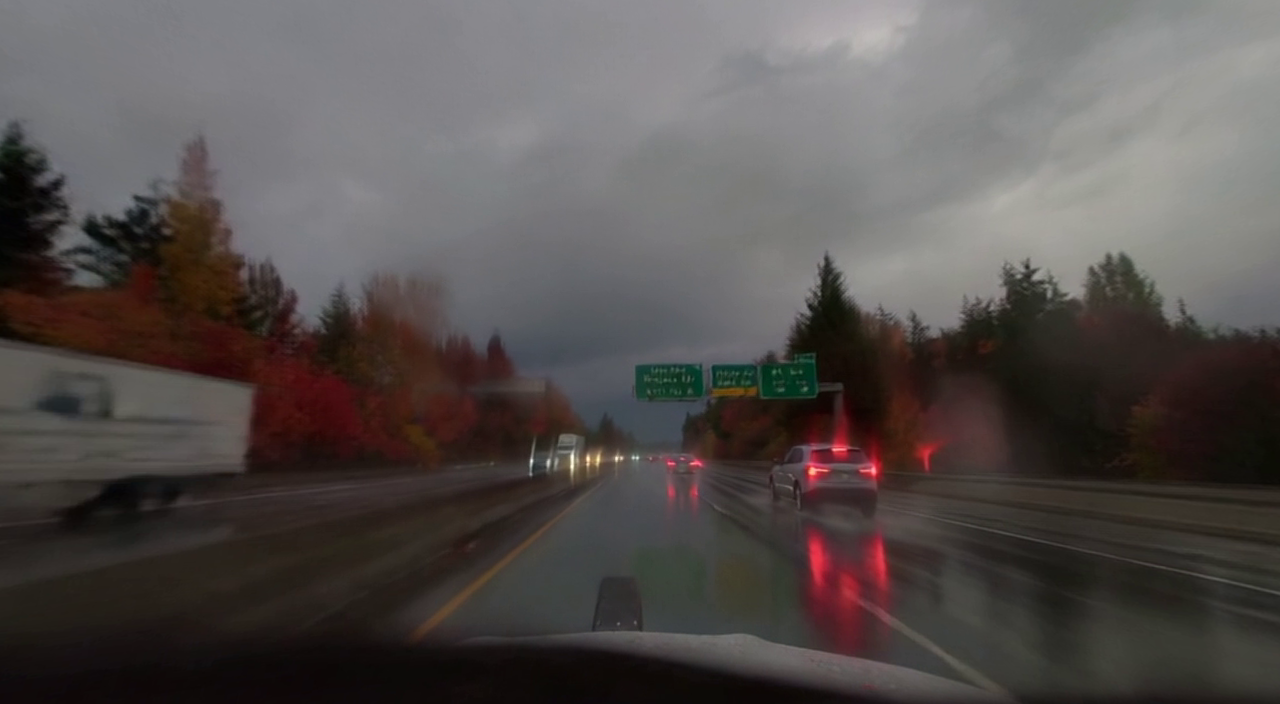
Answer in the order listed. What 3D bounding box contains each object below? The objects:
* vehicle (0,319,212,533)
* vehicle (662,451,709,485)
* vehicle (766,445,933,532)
[{"bbox_3d":[-13.669,1.218,10.625,2.907,4.035,14.018,0,-9,0],"label":"vehicle"},{"bbox_3d":[2.221,5.823,31.765,2.070,1.546,4.648,0,-9,1],"label":"vehicle"},{"bbox_3d":[4.256,2.821,13.568,2.119,1.557,4.163,0,-9,-1],"label":"vehicle"}]
